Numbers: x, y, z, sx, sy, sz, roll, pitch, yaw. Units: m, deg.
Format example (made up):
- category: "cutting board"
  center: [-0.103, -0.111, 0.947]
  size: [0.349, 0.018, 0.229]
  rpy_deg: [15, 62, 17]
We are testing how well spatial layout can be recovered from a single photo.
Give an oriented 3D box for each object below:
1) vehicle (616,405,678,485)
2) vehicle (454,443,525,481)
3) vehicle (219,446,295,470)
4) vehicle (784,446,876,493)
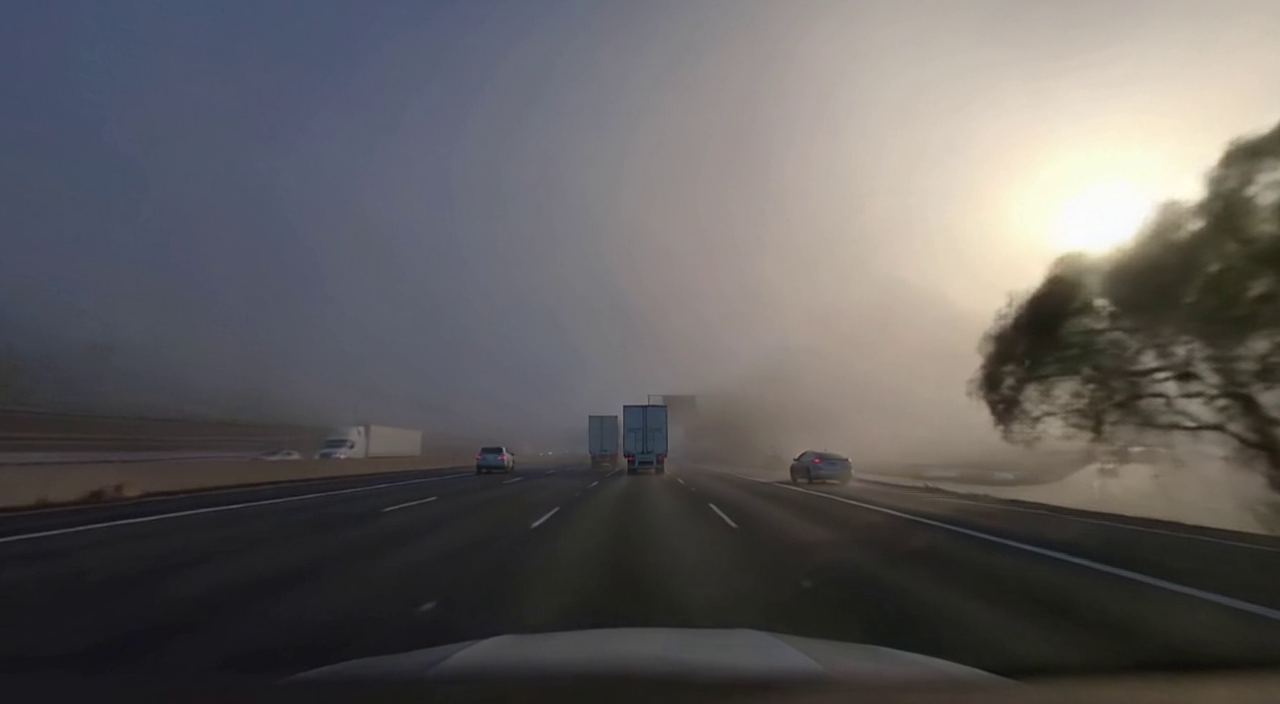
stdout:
- category: "vehicle"
  center: [0.278, 5.342, 37.516]
  size: [3.054, 3.944, 11.230]
  rpy_deg: [-1, -6, -1]
- category: "vehicle"
  center: [-6.714, 4.950, 28.600]
  size: [1.992, 1.547, 4.673]
  rpy_deg: [-1, -9, 1]
- category: "vehicle"
  center: [-29.272, 8.102, 48.419]
  size: [2.649, 1.703, 4.861]
  rpy_deg: [-1, -9, 1]
- category: "vehicle"
  center: [6.887, 4.275, 23.392]
  size: [1.969, 1.560, 4.394]
  rpy_deg: [0, -9, -1]
